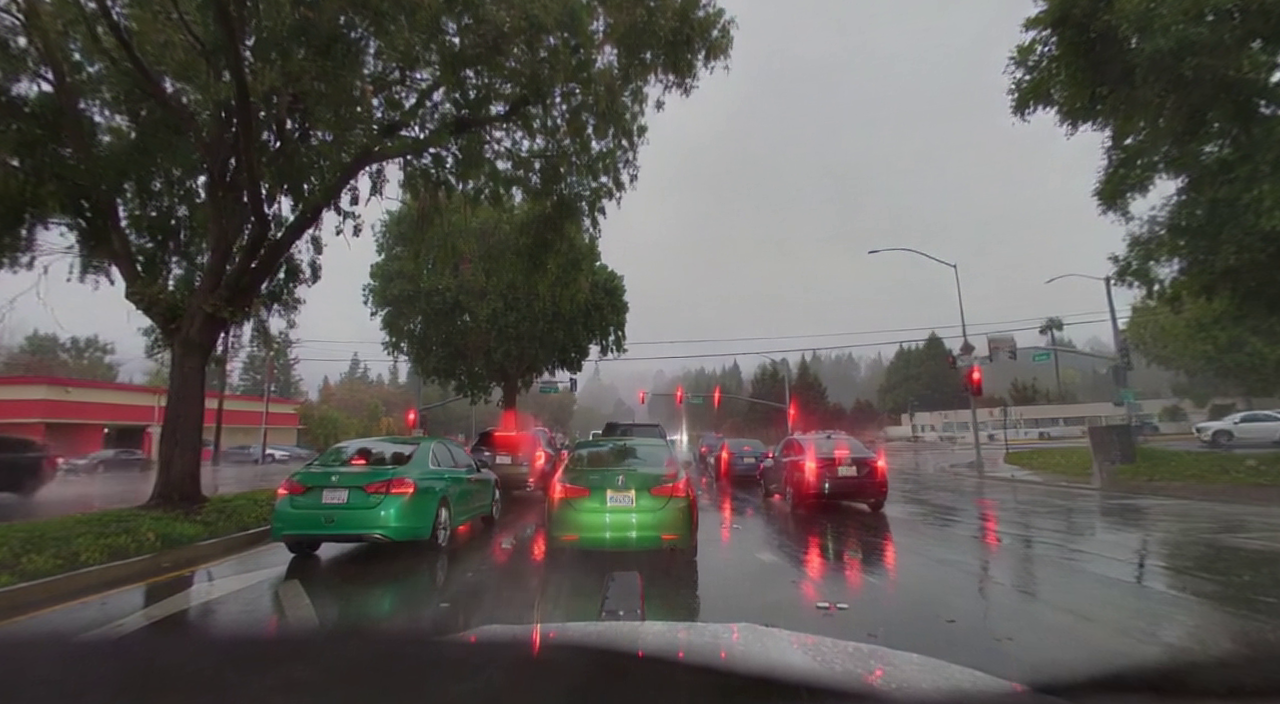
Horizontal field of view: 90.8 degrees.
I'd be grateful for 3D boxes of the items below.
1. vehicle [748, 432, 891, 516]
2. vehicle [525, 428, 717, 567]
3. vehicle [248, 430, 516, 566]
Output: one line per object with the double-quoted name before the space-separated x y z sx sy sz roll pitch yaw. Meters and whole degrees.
"vehicle" 3.541 2.466 13.275 1.880 1.476 3.932 0 -8 1
"vehicle" -0.214 1.834 8.708 2.041 1.450 3.847 0 -8 0
"vehicle" -3.208 1.884 8.944 1.917 1.441 4.128 -1 -8 2
